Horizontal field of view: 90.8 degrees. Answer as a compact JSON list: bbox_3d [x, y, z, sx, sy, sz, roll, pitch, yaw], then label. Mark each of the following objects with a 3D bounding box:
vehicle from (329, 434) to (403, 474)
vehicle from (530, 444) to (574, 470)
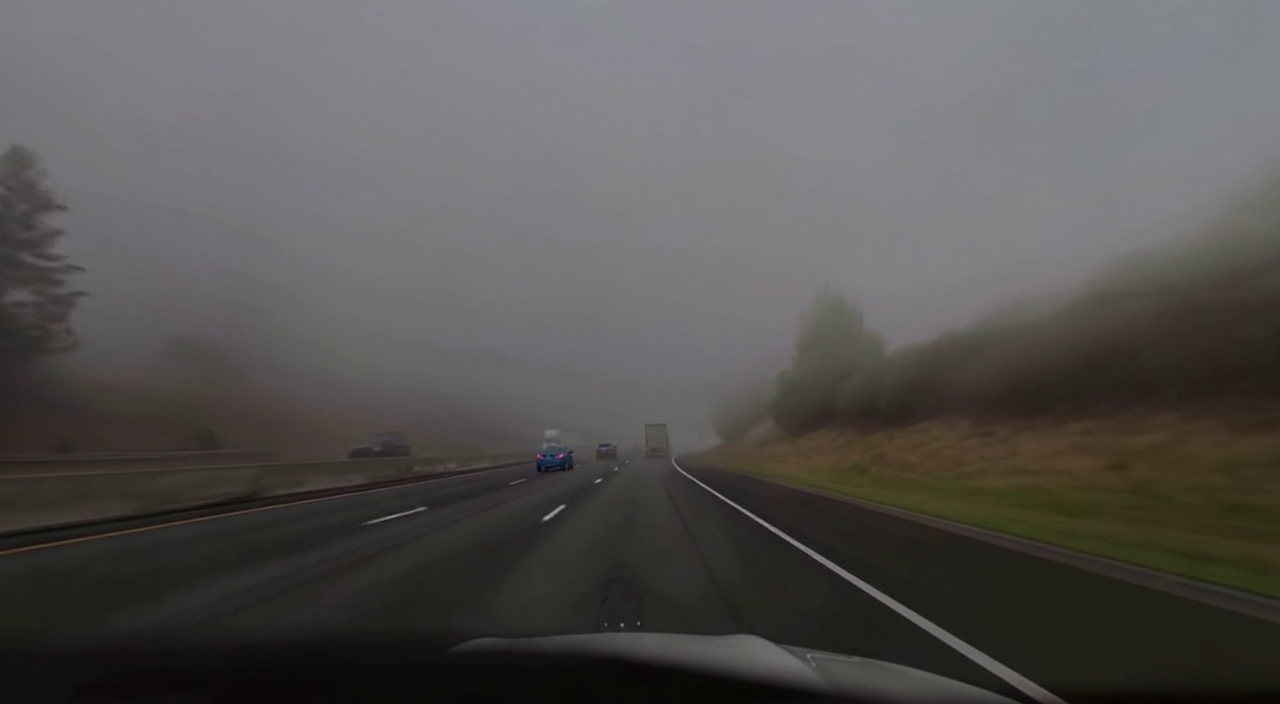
[{"bbox_3d":[-18.313,6.848,42.571,2.206,2.509,5.803,-1,-9,1],"label":"vehicle"},{"bbox_3d":[-5.376,6.484,39.145,2.078,1.469,4.371,0,-9,0],"label":"vehicle"}]
